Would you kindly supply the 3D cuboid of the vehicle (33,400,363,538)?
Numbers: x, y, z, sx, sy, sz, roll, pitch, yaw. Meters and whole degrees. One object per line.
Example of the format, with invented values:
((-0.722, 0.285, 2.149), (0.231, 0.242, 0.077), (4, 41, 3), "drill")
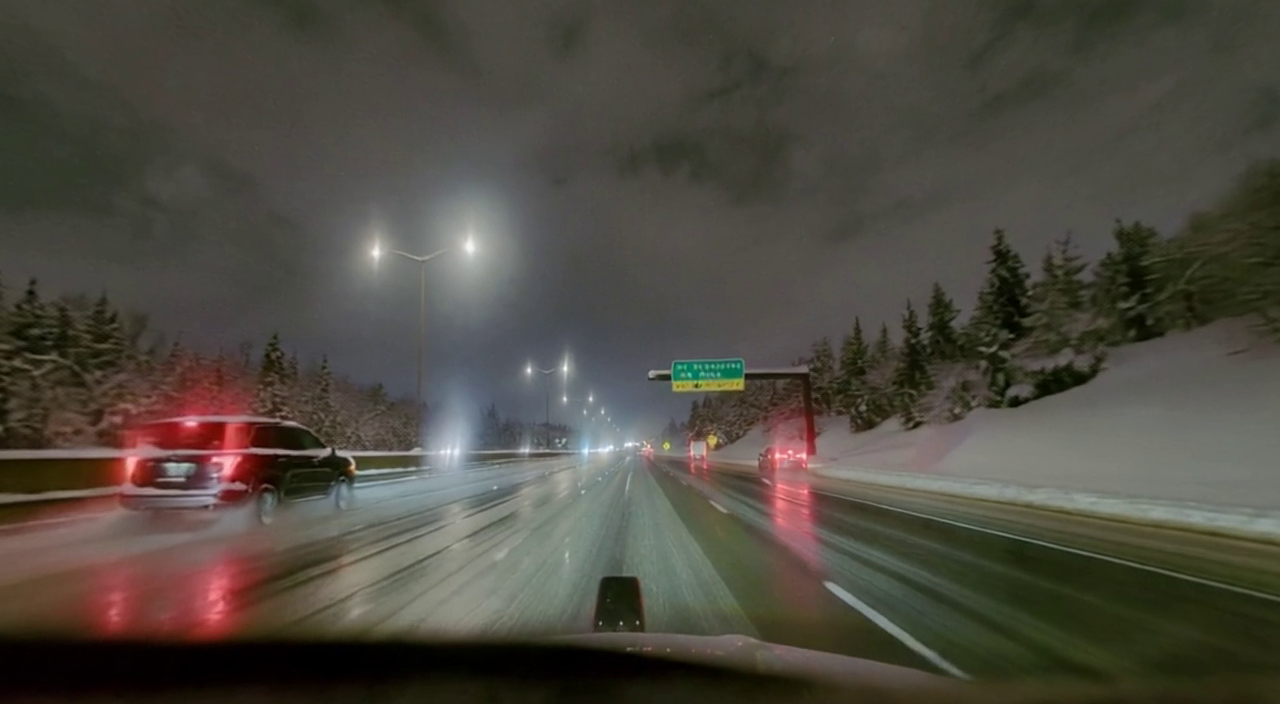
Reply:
((-7.654, 2.118, 11.906), (2.431, 2.005, 5.166), (0, -9, 0), "vehicle")

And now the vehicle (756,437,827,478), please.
((7.017, 4.953, 29.681), (2.167, 1.781, 4.340), (0, -9, -1), "vehicle")
